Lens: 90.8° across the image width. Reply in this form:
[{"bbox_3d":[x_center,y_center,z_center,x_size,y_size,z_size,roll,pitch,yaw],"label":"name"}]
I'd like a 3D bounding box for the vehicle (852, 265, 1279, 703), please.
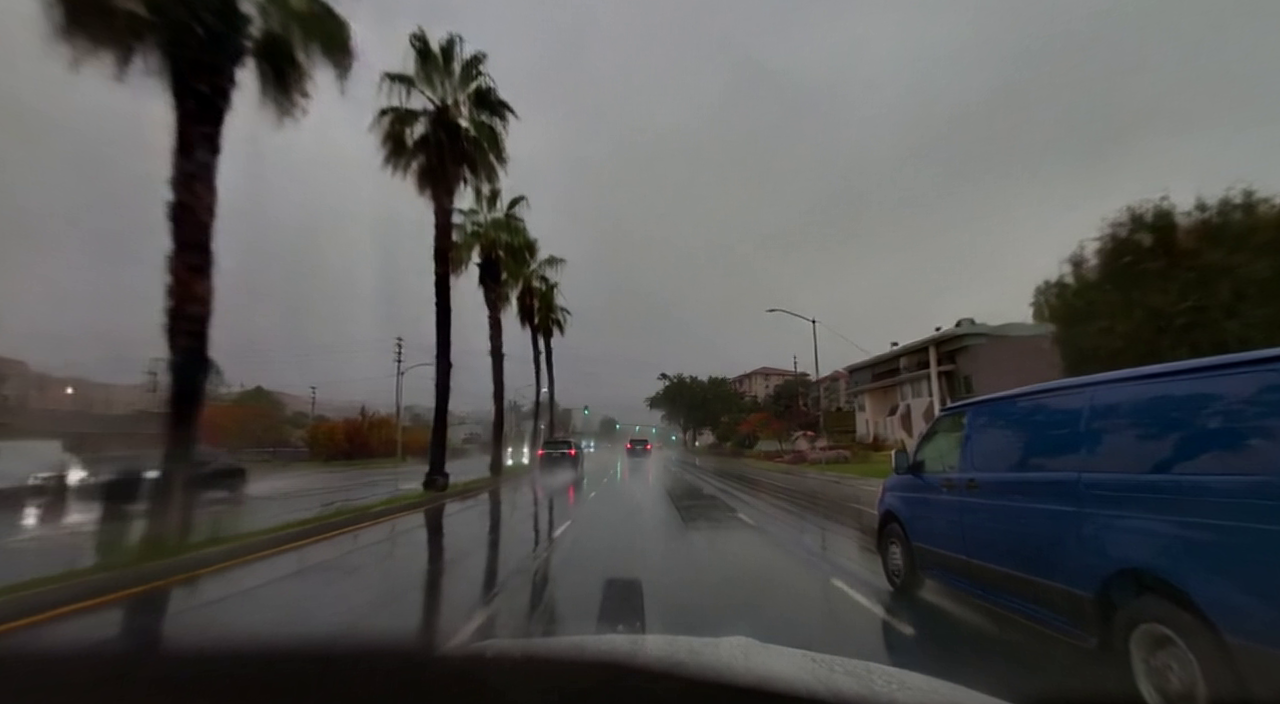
[{"bbox_3d":[3.312,0.941,3.991,2.234,1.912,4.847,0,-9,0],"label":"vehicle"}]

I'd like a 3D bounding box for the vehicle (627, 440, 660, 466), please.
[{"bbox_3d":[0.220,7.172,45.088,2.191,1.761,3.857,0,-9,0],"label":"vehicle"}]

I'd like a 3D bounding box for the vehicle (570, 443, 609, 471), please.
[{"bbox_3d":[-2.791,5.935,35.977,1.869,1.454,4.142,0,-9,0],"label":"vehicle"}]

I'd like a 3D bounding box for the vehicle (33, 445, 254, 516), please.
[{"bbox_3d":[-11.662,3.000,15.333,1.857,1.473,4.298,0,-9,0],"label":"vehicle"}]

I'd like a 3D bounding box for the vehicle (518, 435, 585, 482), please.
[{"bbox_3d":[-3.388,4.168,24.992,1.967,1.703,4.157,0,-9,1],"label":"vehicle"}]
